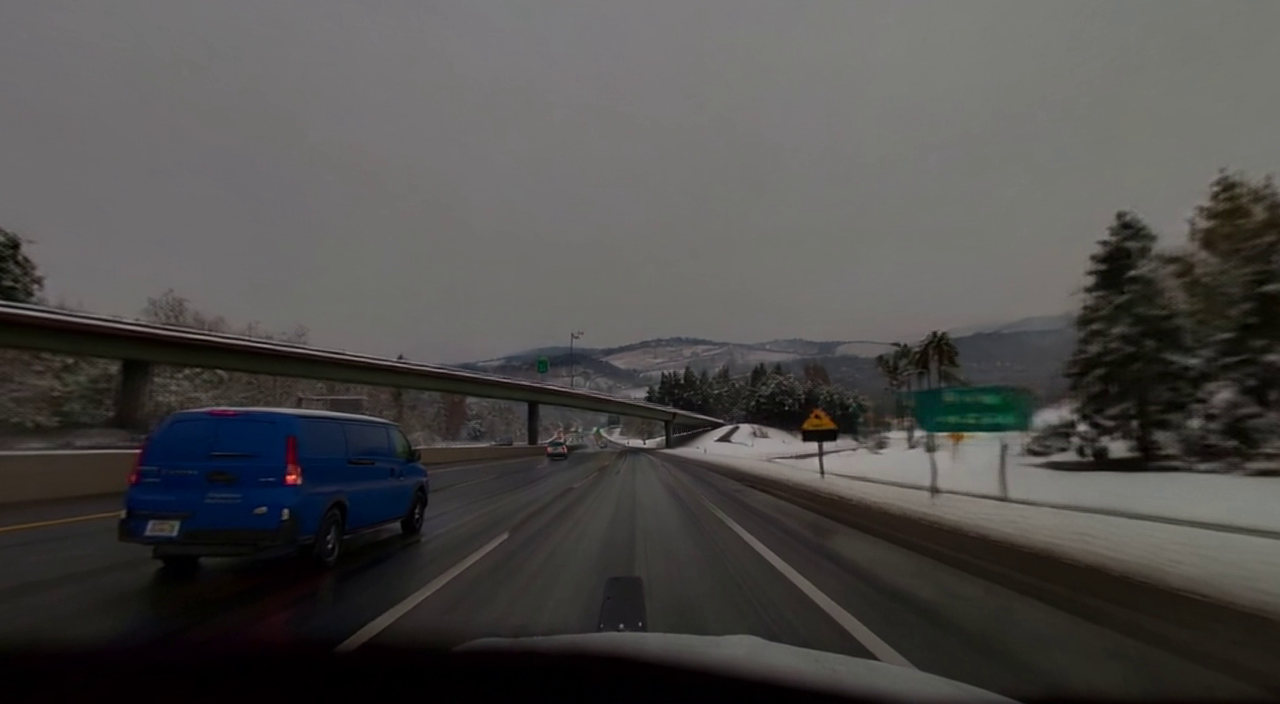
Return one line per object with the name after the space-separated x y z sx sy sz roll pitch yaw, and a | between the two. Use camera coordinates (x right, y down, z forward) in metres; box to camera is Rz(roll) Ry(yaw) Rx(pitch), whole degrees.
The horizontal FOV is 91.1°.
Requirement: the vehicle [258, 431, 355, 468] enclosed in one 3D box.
-16.235 4.788 30.920 1.967 1.669 5.209 0 -8 0 | vehicle

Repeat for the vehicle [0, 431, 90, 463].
-36.573 5.768 38.137 2.127 1.828 4.972 1 -8 -6 | vehicle

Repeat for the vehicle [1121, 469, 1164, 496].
37.700 9.705 47.066 2.115 1.724 4.226 -7 -11 41 | vehicle
